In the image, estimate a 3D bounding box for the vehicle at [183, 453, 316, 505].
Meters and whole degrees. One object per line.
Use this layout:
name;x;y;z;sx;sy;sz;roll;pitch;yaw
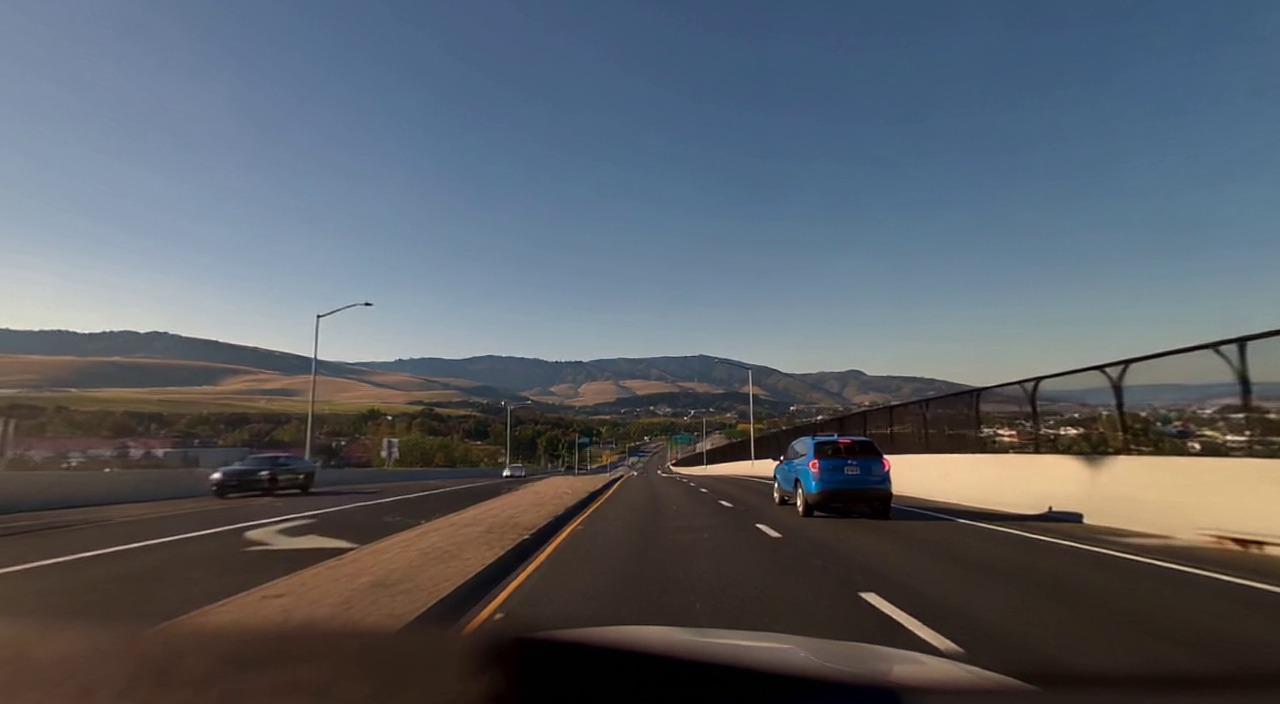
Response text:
vehicle;-13.894;4.496;22.807;1.918;1.642;4.391;0;-9;1

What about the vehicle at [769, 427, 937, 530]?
vehicle;4.088;2.489;12.993;1.989;1.730;4.324;0;-9;1
